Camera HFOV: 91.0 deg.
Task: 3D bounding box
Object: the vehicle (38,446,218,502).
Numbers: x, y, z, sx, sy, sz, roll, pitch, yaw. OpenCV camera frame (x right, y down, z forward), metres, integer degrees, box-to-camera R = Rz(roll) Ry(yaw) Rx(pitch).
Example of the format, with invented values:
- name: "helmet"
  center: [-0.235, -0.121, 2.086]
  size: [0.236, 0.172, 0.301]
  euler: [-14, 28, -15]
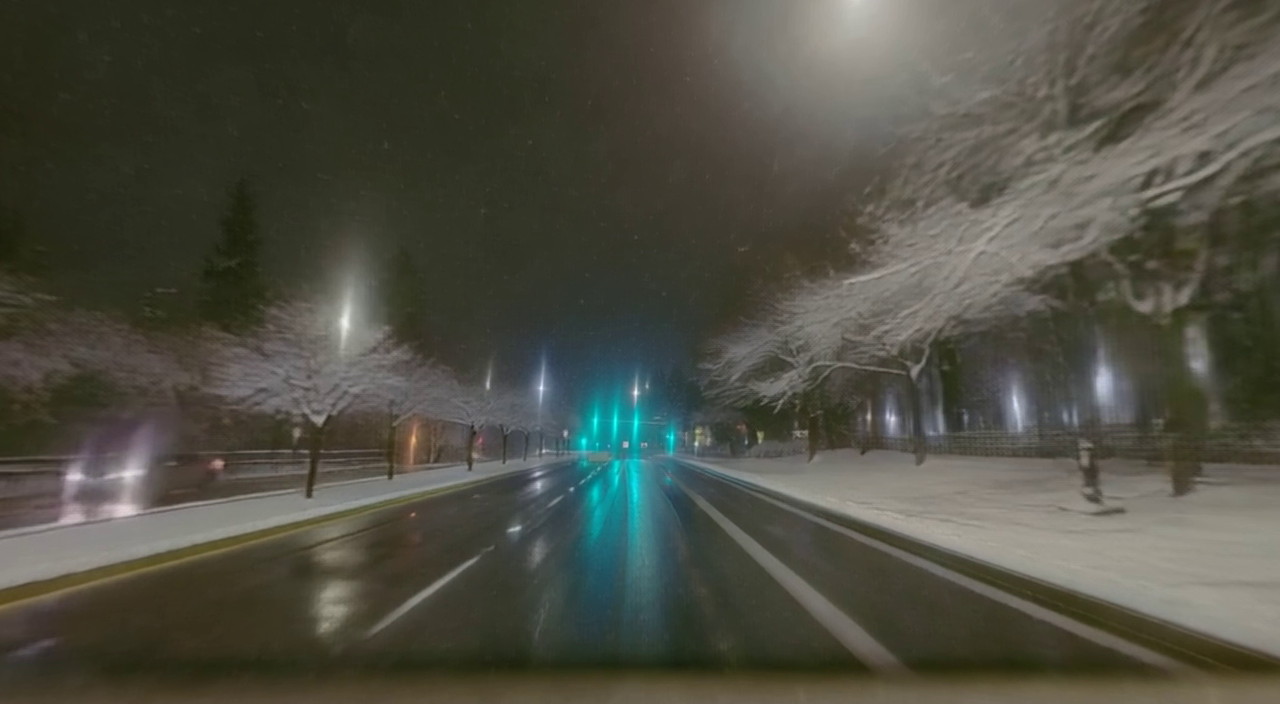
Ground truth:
- name: "vehicle"
  center: [-15.627, 3.693, 19.608]
  size: [1.862, 1.507, 4.424]
  euler: [0, -8, 0]
